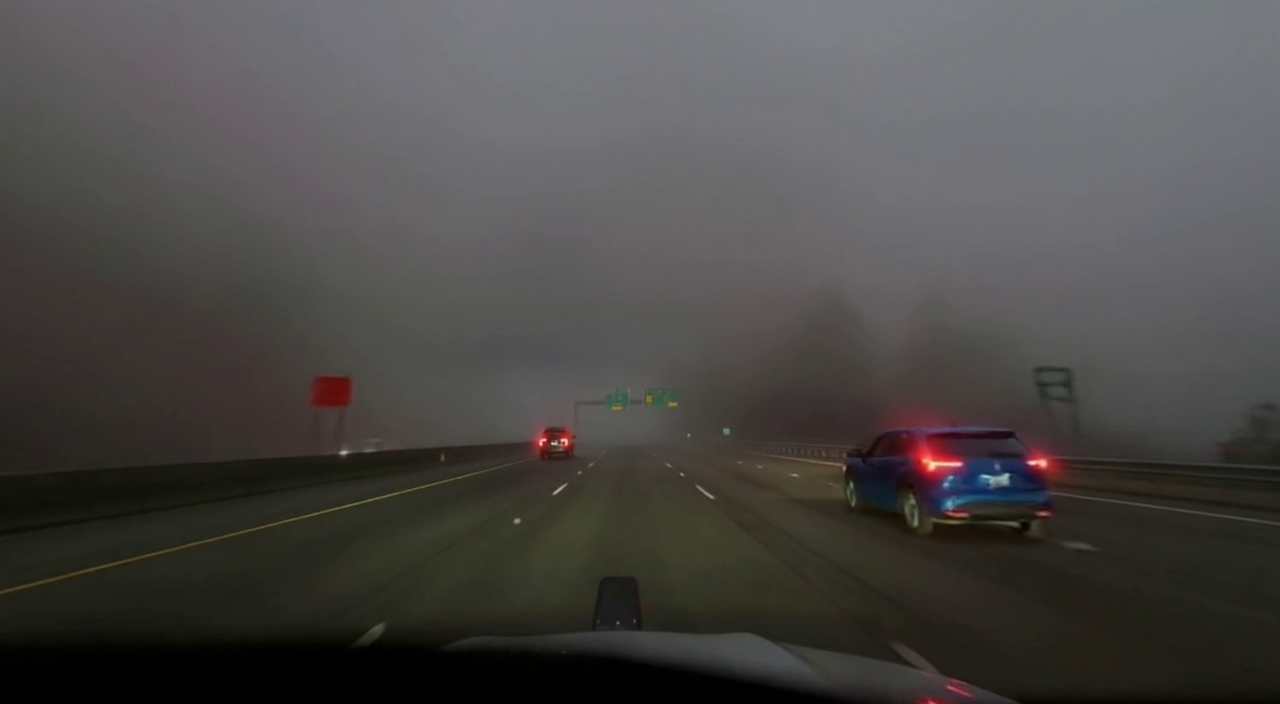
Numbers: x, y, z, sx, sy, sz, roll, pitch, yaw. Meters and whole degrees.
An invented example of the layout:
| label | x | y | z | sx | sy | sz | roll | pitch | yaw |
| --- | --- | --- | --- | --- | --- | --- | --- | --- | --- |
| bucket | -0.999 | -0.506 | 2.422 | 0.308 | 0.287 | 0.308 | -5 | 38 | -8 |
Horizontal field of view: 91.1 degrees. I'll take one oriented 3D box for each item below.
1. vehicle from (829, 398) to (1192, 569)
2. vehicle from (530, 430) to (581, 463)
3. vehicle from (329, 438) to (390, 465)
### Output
| label | x | y | z | sx | sy | sz | roll | pitch | yaw |
| --- | --- | --- | --- | --- | --- | --- | --- | --- | --- |
| vehicle | 4.088 | 1.494 | 7.948 | 2.011 | 1.576 | 4.060 | 0 | -8 | -2 |
| vehicle | -4.087 | 4.639 | 31.100 | 2.032 | 1.465 | 4.316 | 0 | -8 | -1 |
| vehicle | -17.077 | 6.051 | 38.439 | 1.821 | 1.537 | 4.168 | 0 | -8 | -1 |
